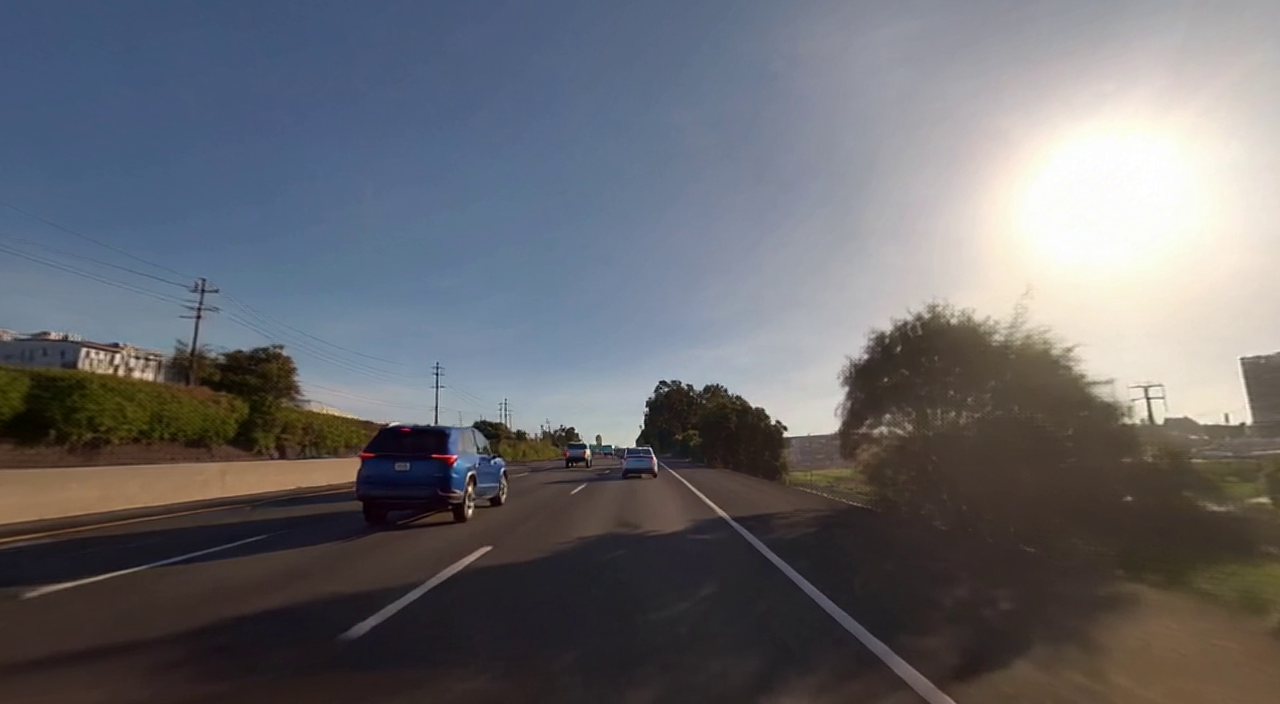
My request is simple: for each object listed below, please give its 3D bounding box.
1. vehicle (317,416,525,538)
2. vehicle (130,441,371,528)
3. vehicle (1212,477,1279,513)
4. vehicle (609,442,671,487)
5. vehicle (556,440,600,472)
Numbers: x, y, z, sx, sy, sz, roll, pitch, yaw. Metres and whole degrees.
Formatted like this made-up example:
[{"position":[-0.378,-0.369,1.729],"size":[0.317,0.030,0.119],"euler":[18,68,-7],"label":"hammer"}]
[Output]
[{"position":[-3.662,2.191,11.648],"size":[2.133,1.789,4.518],"euler":[-1,-8,1],"label":"vehicle"},{"position":[-7.726,2.638,13.251],"size":[1.943,1.469,4.782],"euler":[0,-8,1],"label":"vehicle"},{"position":[31.627,7.314,32.402],"size":[1.844,1.467,4.653],"euler":[-4,-9,24],"label":"vehicle"},{"position":[-0.010,3.988,22.712],"size":[2.047,1.473,3.978],"euler":[0,-8,0],"label":"vehicle"},{"position":[-3.560,6.052,36.809],"size":[1.993,1.717,4.321],"euler":[-1,-8,2],"label":"vehicle"}]
